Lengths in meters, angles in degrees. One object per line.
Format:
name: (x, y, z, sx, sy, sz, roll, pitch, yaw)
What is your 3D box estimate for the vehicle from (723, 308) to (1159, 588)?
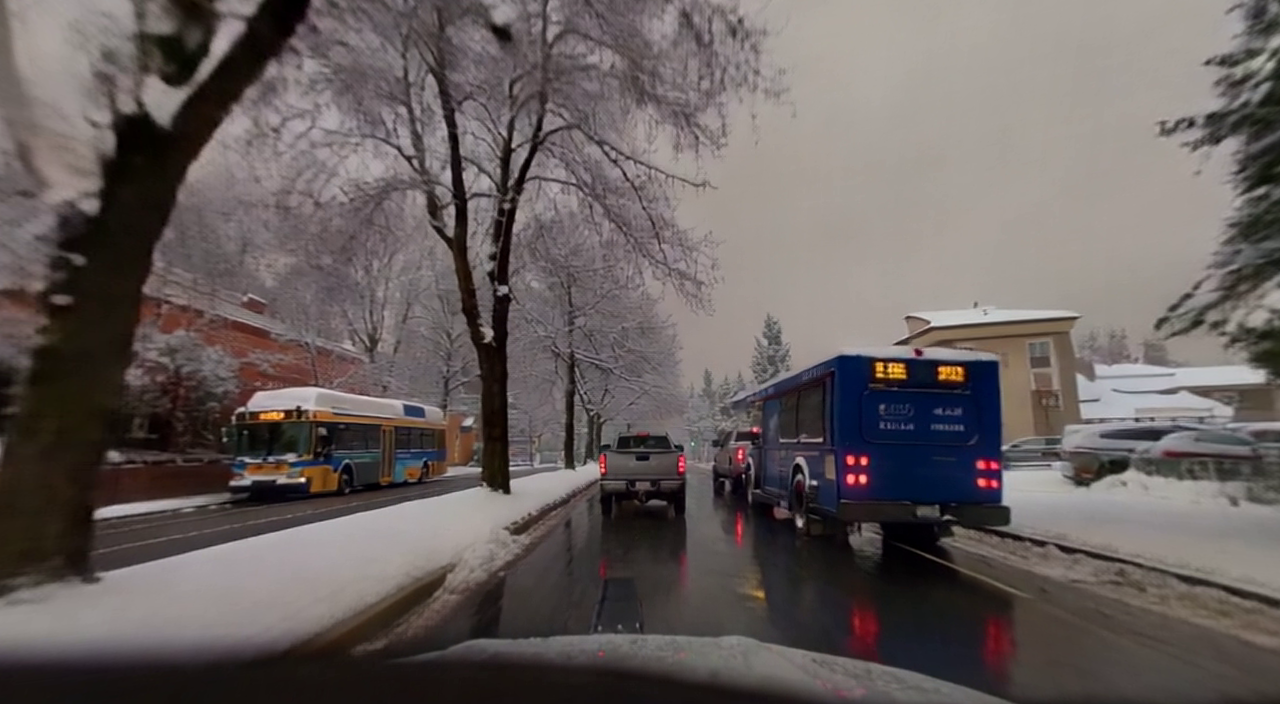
vehicle: (3.951, 1.795, 12.196, 3.088, 3.057, 10.503, 0, -9, -1)

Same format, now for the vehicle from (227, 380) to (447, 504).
vehicle: (-11.816, 3.859, 27.014, 2.996, 4.022, 12.692, 0, -9, 0)

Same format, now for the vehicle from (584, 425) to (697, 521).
vehicle: (-0.003, 2.758, 15.032, 2.157, 1.816, 5.804, 0, -9, 0)
